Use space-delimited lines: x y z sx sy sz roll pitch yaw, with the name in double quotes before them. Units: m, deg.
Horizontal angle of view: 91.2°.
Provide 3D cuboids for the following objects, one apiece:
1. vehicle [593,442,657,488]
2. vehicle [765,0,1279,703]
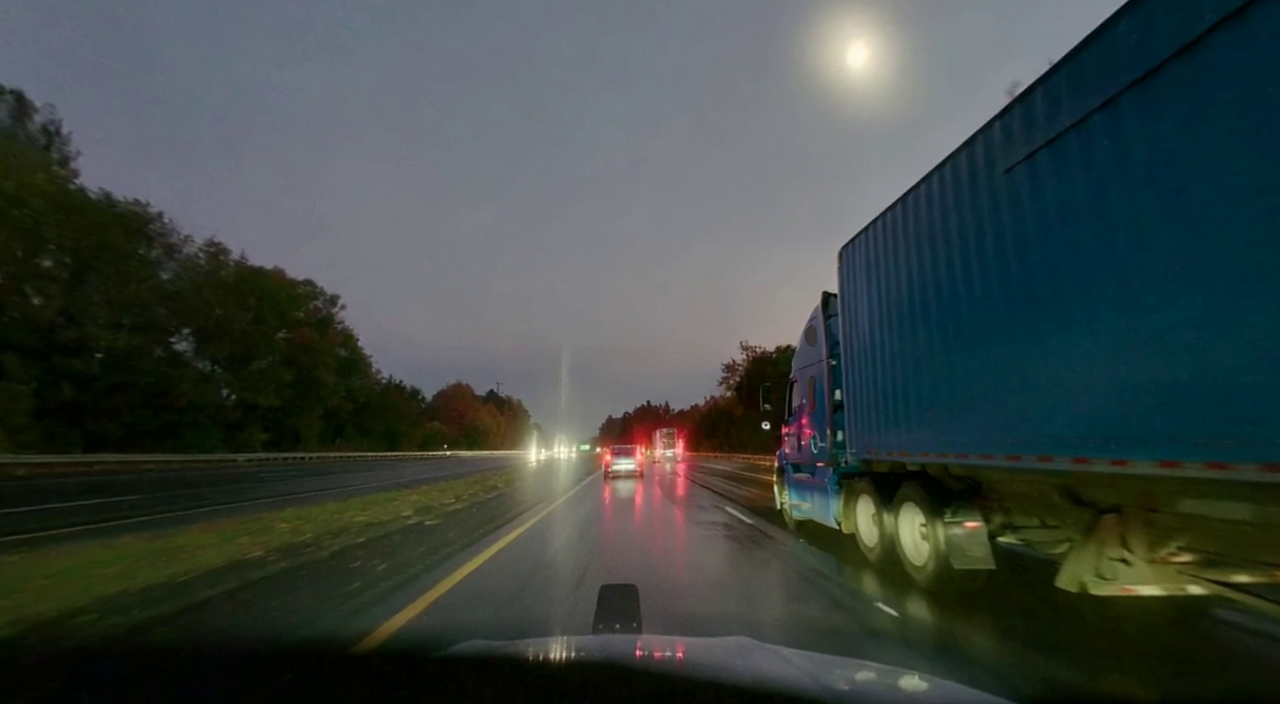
"vehicle" -0.523 4.074 22.875 2.099 1.506 4.097 0 -9 -1
"vehicle" 3.766 -0.234 3.541 2.907 4.022 15.028 0 -9 0
